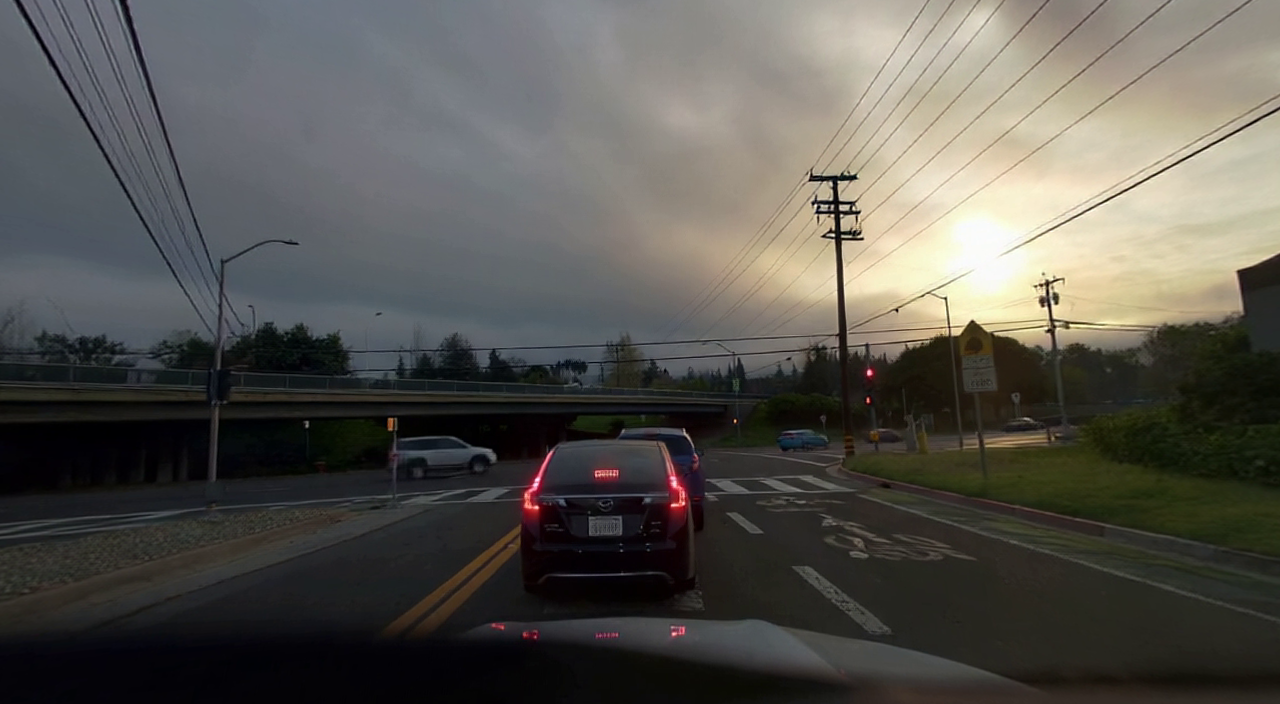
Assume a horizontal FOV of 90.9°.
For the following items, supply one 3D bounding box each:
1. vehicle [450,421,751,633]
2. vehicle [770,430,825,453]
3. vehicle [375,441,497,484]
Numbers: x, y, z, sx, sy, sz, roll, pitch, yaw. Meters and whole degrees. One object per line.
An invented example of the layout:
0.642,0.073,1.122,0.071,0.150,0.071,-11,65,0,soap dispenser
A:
-0.240,1.526,6.470,2.090,1.458,4.033,-1,-9,1,vehicle
12.051,6.859,48.041,1.986,1.667,4.748,-8,-12,43,vehicle
-8.446,4.556,26.402,1.901,1.637,4.435,-9,-12,44,vehicle
